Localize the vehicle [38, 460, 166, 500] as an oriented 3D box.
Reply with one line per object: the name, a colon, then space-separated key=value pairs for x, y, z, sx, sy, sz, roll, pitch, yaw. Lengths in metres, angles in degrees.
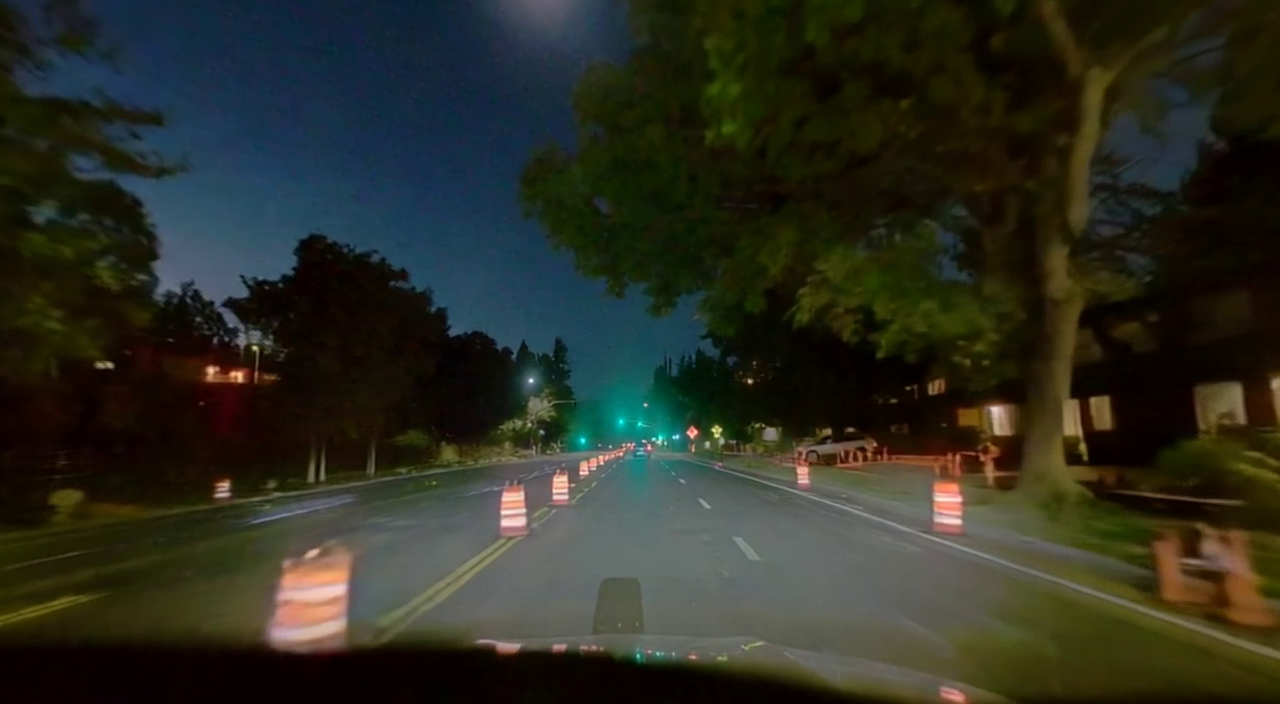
vehicle: x=-23.425 y=5.569 z=27.632 sx=1.952 sy=1.511 sz=4.147 roll=0 pitch=-9 yaw=-1

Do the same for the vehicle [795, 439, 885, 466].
vehicle: x=11.122 y=5.601 z=35.250 sx=4.463 sy=1.466 sz=1.813 roll=-1 pitch=-8 yaw=5
